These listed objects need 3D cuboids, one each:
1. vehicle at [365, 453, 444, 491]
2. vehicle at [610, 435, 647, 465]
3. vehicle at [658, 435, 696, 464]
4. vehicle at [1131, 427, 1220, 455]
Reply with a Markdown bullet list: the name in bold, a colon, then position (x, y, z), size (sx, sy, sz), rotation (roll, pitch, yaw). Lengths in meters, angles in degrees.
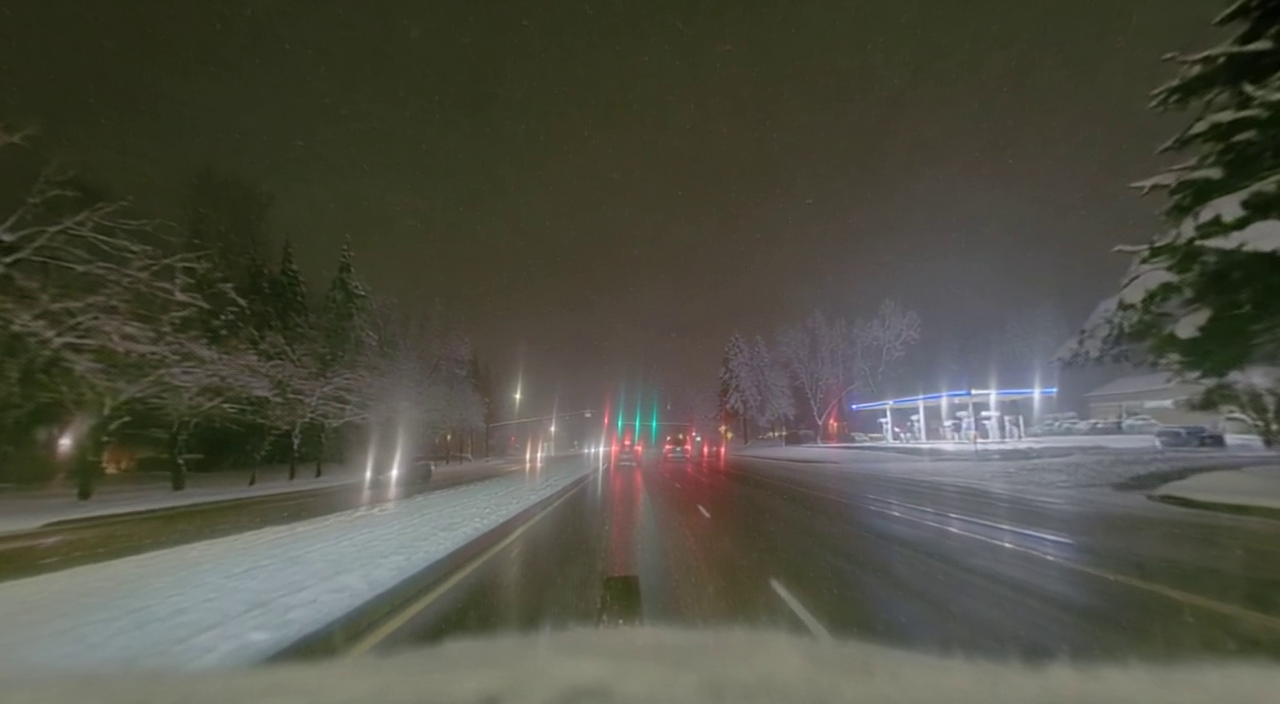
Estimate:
- **vehicle**: position (-10.750, 5.488, 29.229), size (2.052, 1.503, 4.559), rotation (0, -8, -2)
- **vehicle**: position (-0.799, 6.268, 40.456), size (2.261, 1.820, 4.255), rotation (0, -8, -3)
- **vehicle**: position (2.423, 6.567, 42.555), size (2.140, 1.800, 4.660), rotation (0, -8, -2)
- **vehicle**: position (29.939, 4.976, 35.288), size (4.663, 1.485, 1.991), rotation (4, -9, -26)
